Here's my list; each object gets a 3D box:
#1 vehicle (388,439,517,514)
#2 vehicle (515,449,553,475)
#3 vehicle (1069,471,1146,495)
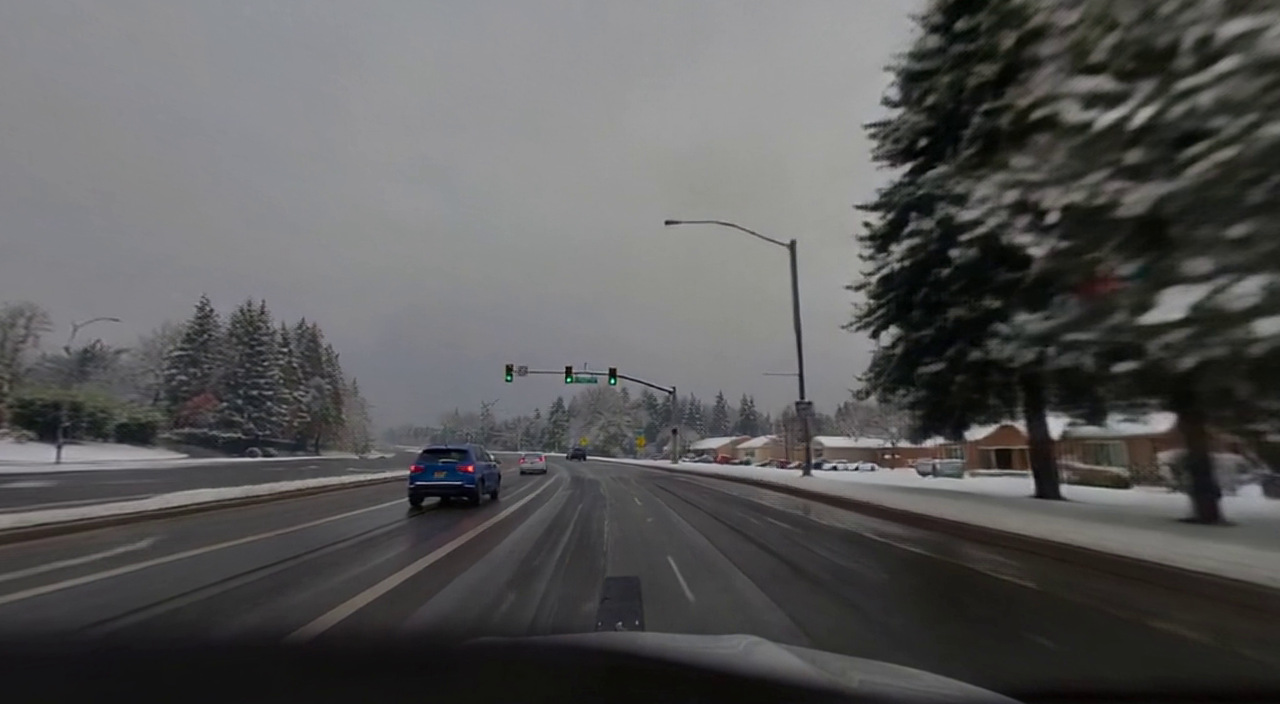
[{"bbox_3d":[-4.617,3.106,16.350,2.098,1.613,4.606,0,-8,-3],"label":"vehicle"},{"bbox_3d":[-6.229,6.499,37.557,1.904,1.476,3.736,0,-8,-4],"label":"vehicle"},{"bbox_3d":[34.185,9.586,46.388,1.933,1.489,4.403,1,-9,-8],"label":"vehicle"}]
